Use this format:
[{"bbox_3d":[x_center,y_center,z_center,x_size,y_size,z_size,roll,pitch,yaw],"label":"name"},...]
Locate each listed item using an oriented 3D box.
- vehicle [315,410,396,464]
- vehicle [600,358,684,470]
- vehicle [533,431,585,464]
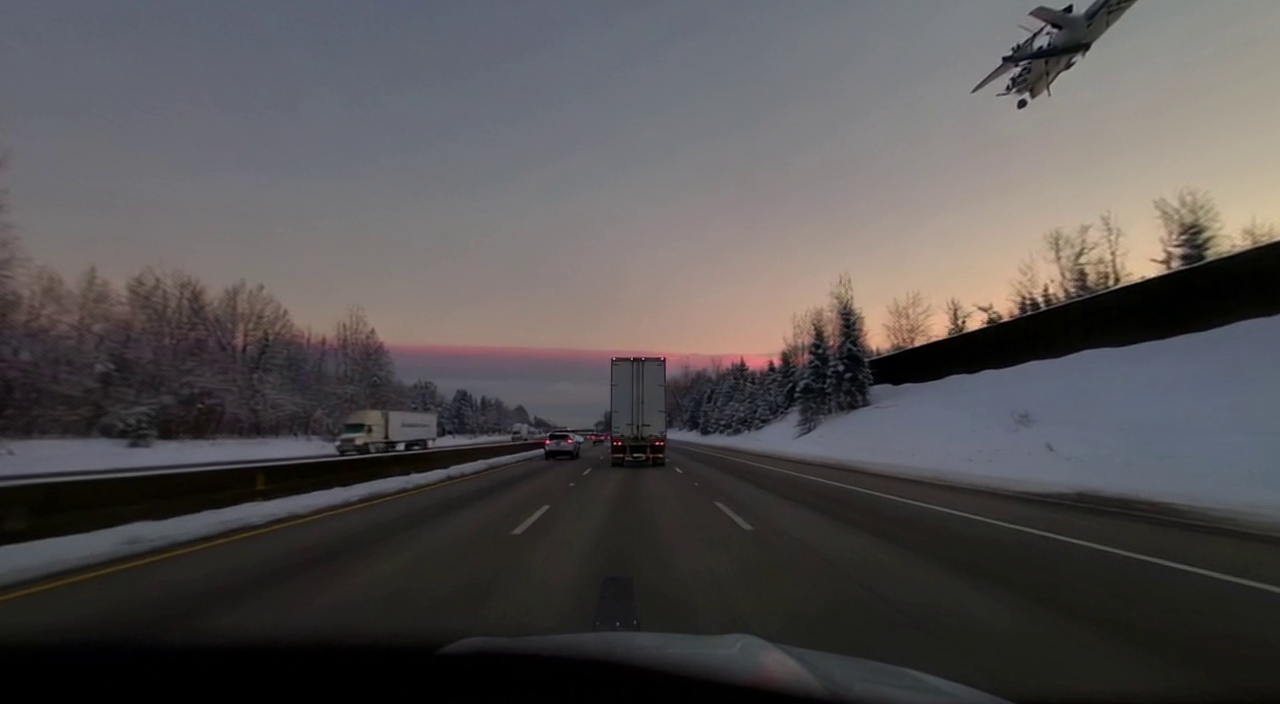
[{"bbox_3d":[-21.925,6.589,48.909,3.143,3.890,6.384,0,-7,1],"label":"vehicle"},{"bbox_3d":[0.013,3.299,30.703,2.965,3.972,16.689,0,-8,0],"label":"vehicle"},{"bbox_3d":[-3.911,4.690,31.113,2.005,1.521,4.454,0,-8,0],"label":"vehicle"}]
